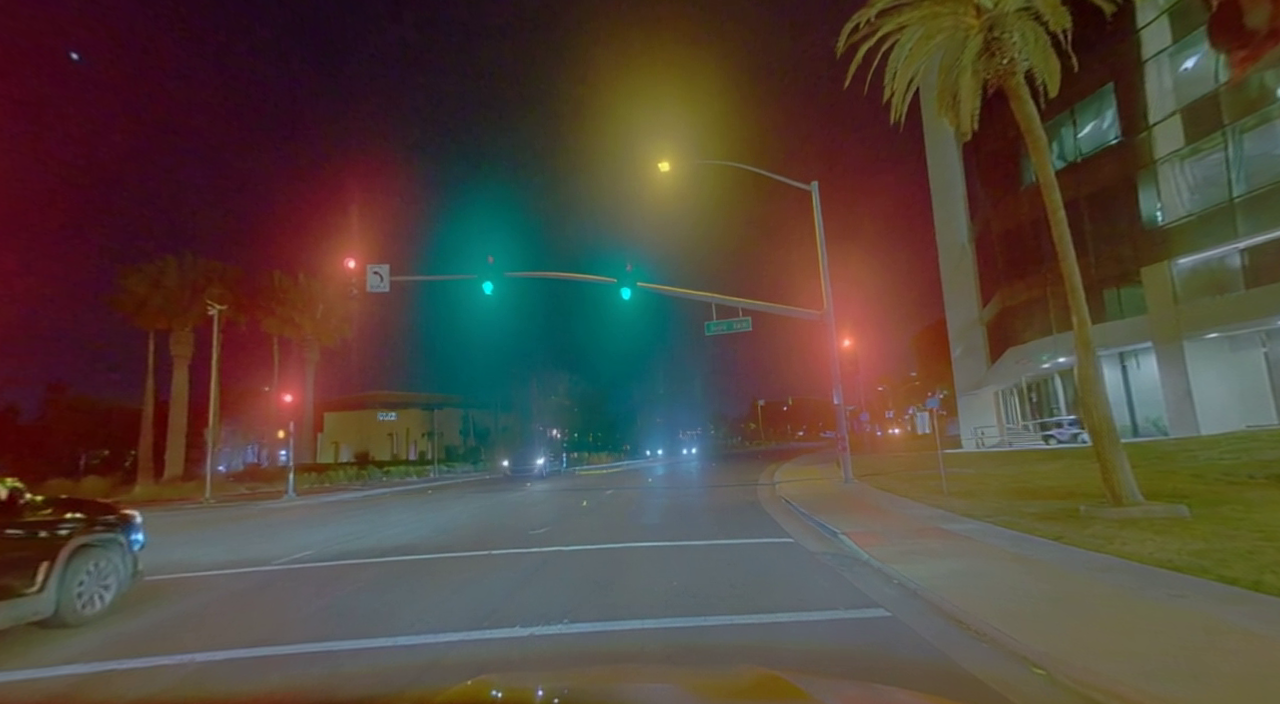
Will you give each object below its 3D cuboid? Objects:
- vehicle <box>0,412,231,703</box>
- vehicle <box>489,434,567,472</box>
[{"bbox_3d":[-3.325,0.816,1.231,2.071,1.482,4.446,0,-9,0],"label":"vehicle"},{"bbox_3d":[-5.742,5.270,33.060,2.181,1.792,4.648,-3,-9,16],"label":"vehicle"}]
